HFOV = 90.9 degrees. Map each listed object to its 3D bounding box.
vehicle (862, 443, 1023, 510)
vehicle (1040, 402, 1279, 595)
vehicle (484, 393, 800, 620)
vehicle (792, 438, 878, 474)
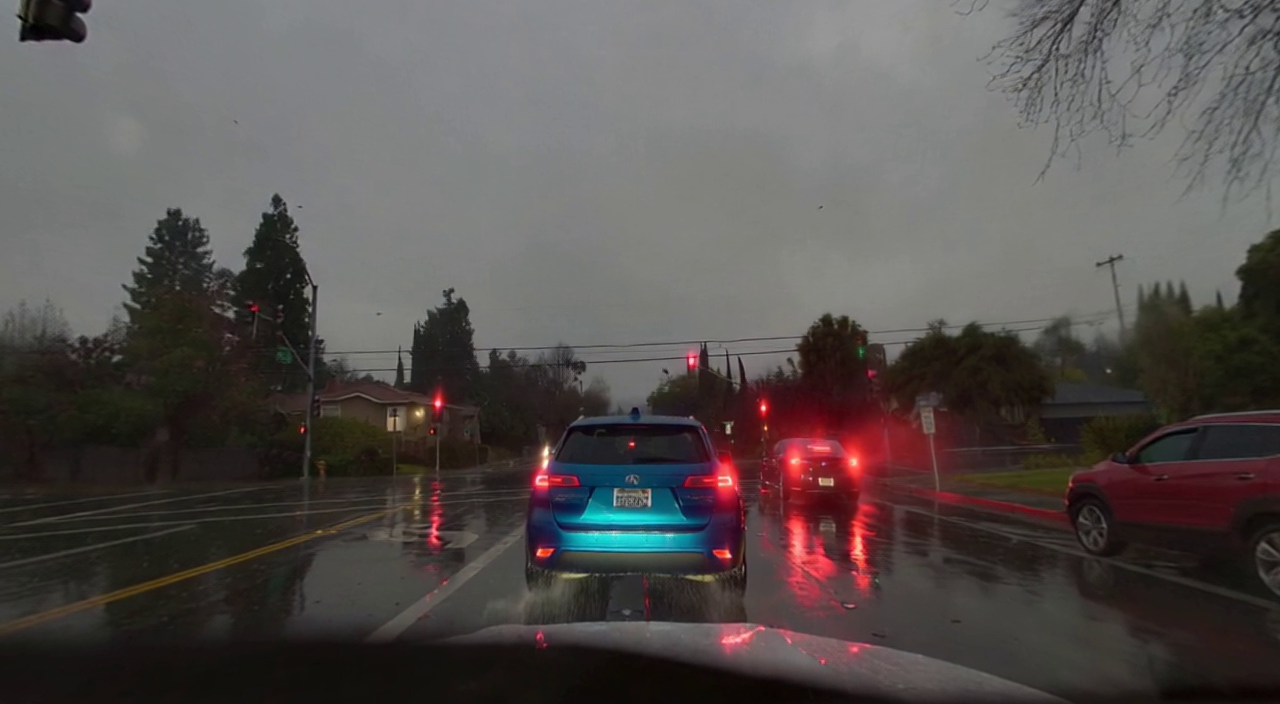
[{"bbox_3d":[7.291,3.006,15.812,1.860,1.436,4.479,0,-8,0],"label":"vehicle"},{"bbox_3d":[7.023,1.541,7.039,1.989,1.791,4.735,0,-8,0],"label":"vehicle"},{"bbox_3d":[0.044,1.460,6.907,2.322,1.667,4.367,0,-8,1],"label":"vehicle"},{"bbox_3d":[9.172,4.810,29.371,2.077,1.527,4.755,-7,-11,39],"label":"vehicle"}]
